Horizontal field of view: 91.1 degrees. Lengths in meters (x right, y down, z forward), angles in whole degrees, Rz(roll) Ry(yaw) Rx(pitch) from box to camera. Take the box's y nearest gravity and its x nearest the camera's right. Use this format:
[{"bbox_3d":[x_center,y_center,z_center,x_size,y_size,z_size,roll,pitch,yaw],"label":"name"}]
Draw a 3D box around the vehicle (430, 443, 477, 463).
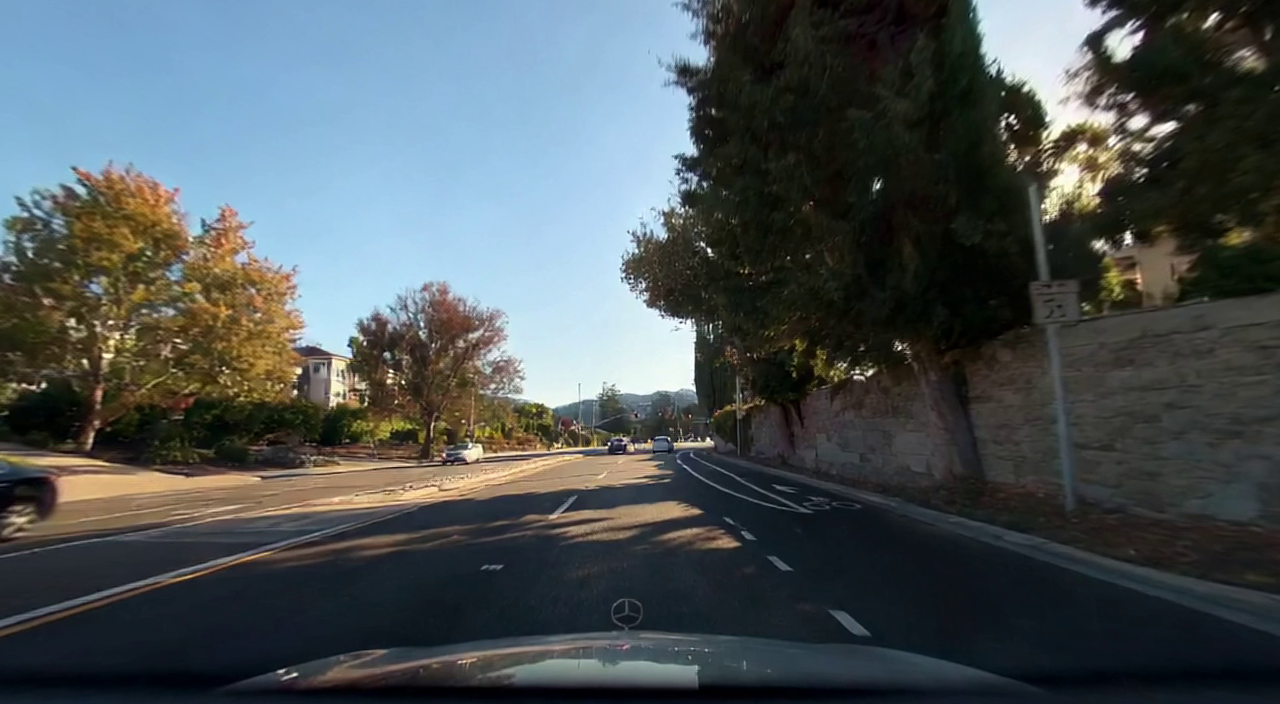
[{"bbox_3d":[-14.418,7.854,48.848,1.889,1.461,4.730,-1,-8,4],"label":"vehicle"}]
